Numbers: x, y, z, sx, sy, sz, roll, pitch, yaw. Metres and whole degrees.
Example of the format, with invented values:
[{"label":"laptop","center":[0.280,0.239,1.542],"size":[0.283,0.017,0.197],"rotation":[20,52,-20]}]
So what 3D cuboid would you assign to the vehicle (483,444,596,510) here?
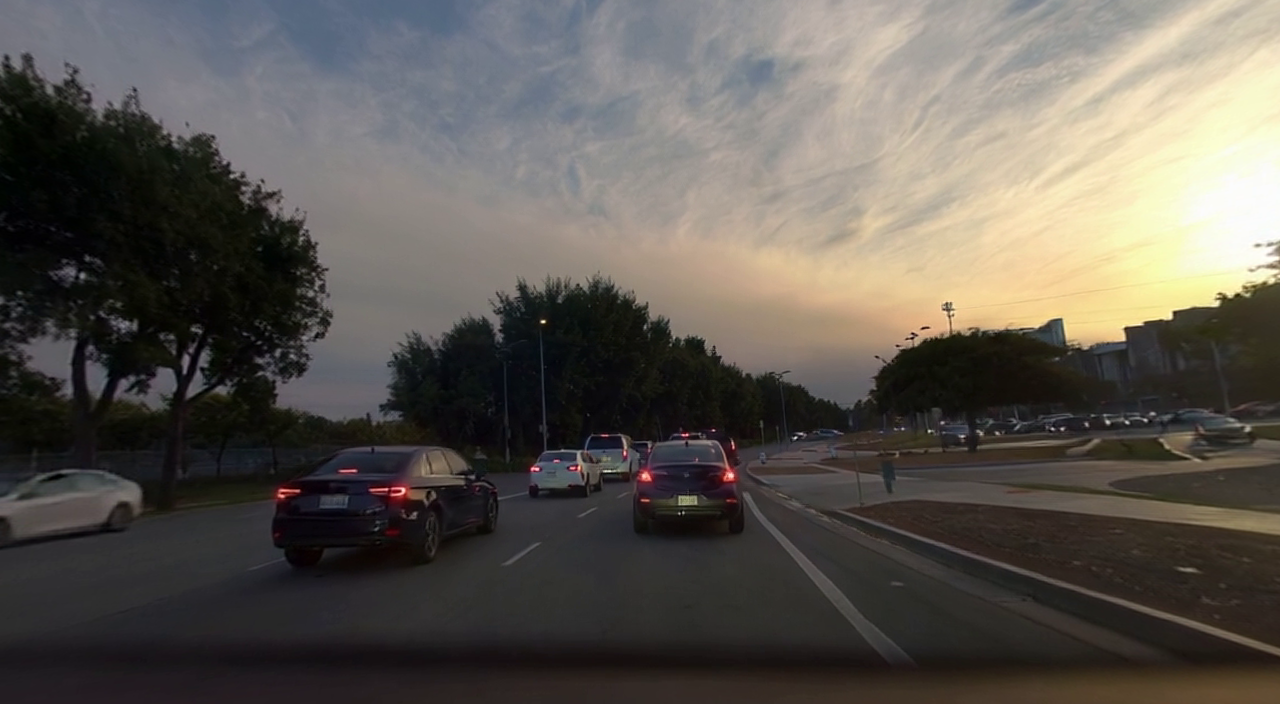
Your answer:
[{"label":"vehicle","center":[-2.464,3.205,16.608],"size":[1.870,1.490,4.187],"rotation":[-1,-9,6]}]

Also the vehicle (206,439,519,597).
[{"label":"vehicle","center":[-3.134,1.936,8.308],"size":[1.940,1.502,4.241],"rotation":[-1,-9,4]}]

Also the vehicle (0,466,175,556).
[{"label":"vehicle","center":[-12.347,3.158,12.933],"size":[1.911,1.494,4.471],"rotation":[-1,-9,4]}]

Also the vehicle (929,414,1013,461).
[{"label":"vehicle","center":[14.895,3.926,28.662],"size":[2.288,1.933,4.612],"rotation":[-2,-9,14]}]

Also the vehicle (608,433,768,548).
[{"label":"vehicle","center":[0.734,2.187,10.630],"size":[2.142,1.528,4.133],"rotation":[0,-9,3]}]

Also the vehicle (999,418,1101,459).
[{"label":"vehicle","center":[18.157,3.897,28.137],"size":[1.803,1.518,3.893],"rotation":[-6,-9,0]}]
